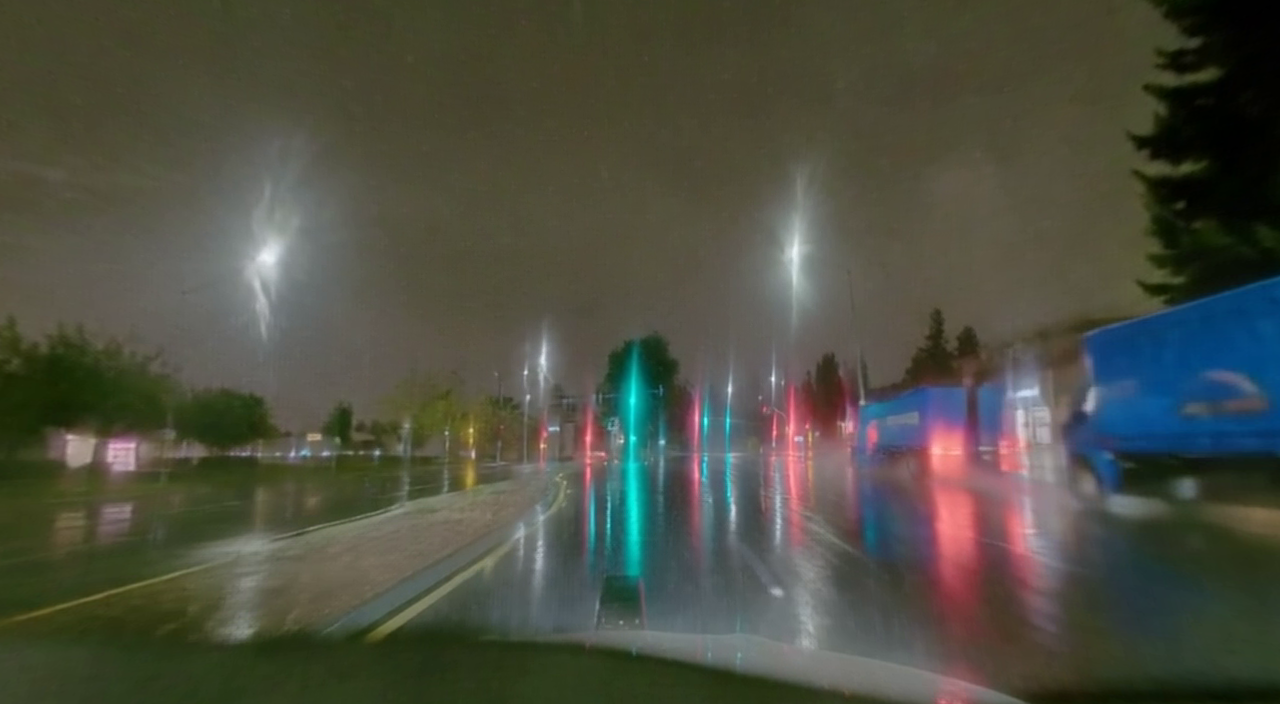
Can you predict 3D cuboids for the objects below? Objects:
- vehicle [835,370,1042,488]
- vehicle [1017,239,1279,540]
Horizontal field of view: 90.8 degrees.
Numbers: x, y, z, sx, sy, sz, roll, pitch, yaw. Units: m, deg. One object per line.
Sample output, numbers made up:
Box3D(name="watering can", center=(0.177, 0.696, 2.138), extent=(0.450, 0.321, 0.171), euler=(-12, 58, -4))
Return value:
Box3D(name="vehicle", center=(10.514, 3.051, 24.184), extent=(2.946, 3.506, 10.682), euler=(0, -8, 1))
Box3D(name="vehicle", center=(10.033, 0.682, 9.653), extent=(3.085, 3.951, 8.785), euler=(0, -8, 0))
